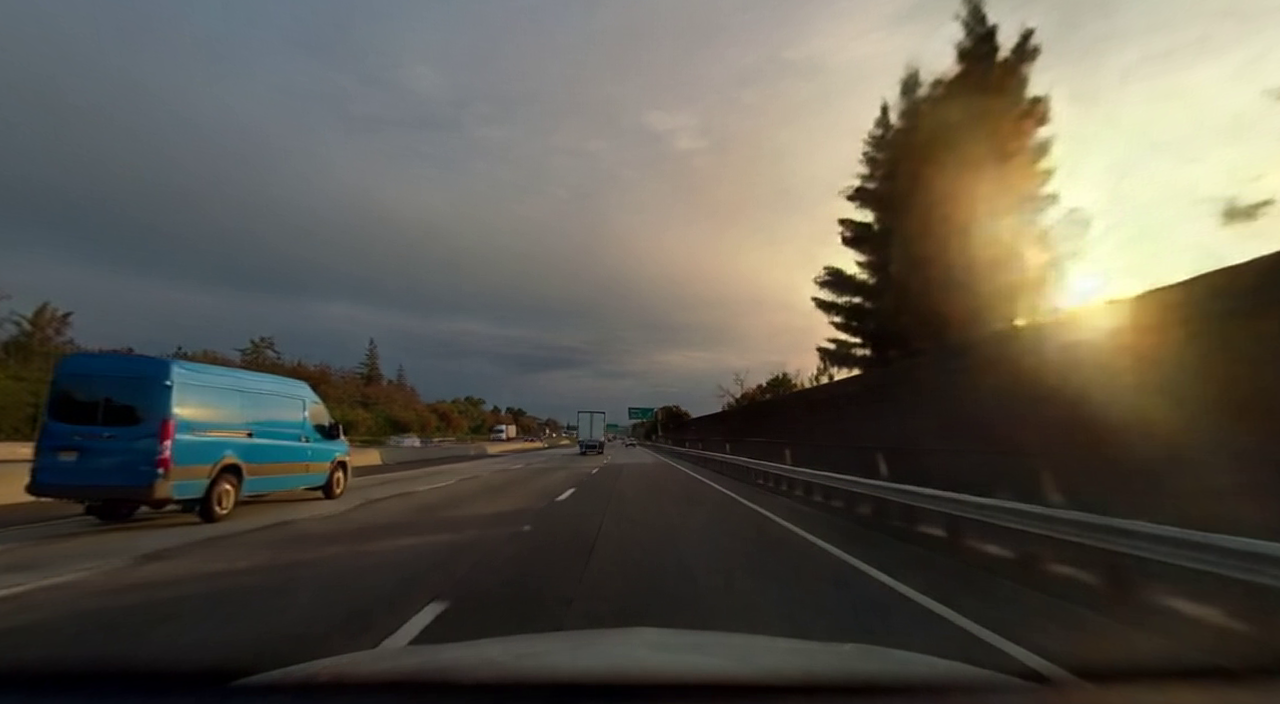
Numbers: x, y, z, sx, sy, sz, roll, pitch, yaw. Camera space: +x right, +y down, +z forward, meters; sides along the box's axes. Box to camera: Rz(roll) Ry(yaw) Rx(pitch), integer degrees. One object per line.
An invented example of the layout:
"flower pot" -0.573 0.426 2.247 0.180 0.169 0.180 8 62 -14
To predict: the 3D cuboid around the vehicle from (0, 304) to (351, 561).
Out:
"vehicle" -7.499 1.301 10.256 2.396 2.763 6.935 0 -8 -1
